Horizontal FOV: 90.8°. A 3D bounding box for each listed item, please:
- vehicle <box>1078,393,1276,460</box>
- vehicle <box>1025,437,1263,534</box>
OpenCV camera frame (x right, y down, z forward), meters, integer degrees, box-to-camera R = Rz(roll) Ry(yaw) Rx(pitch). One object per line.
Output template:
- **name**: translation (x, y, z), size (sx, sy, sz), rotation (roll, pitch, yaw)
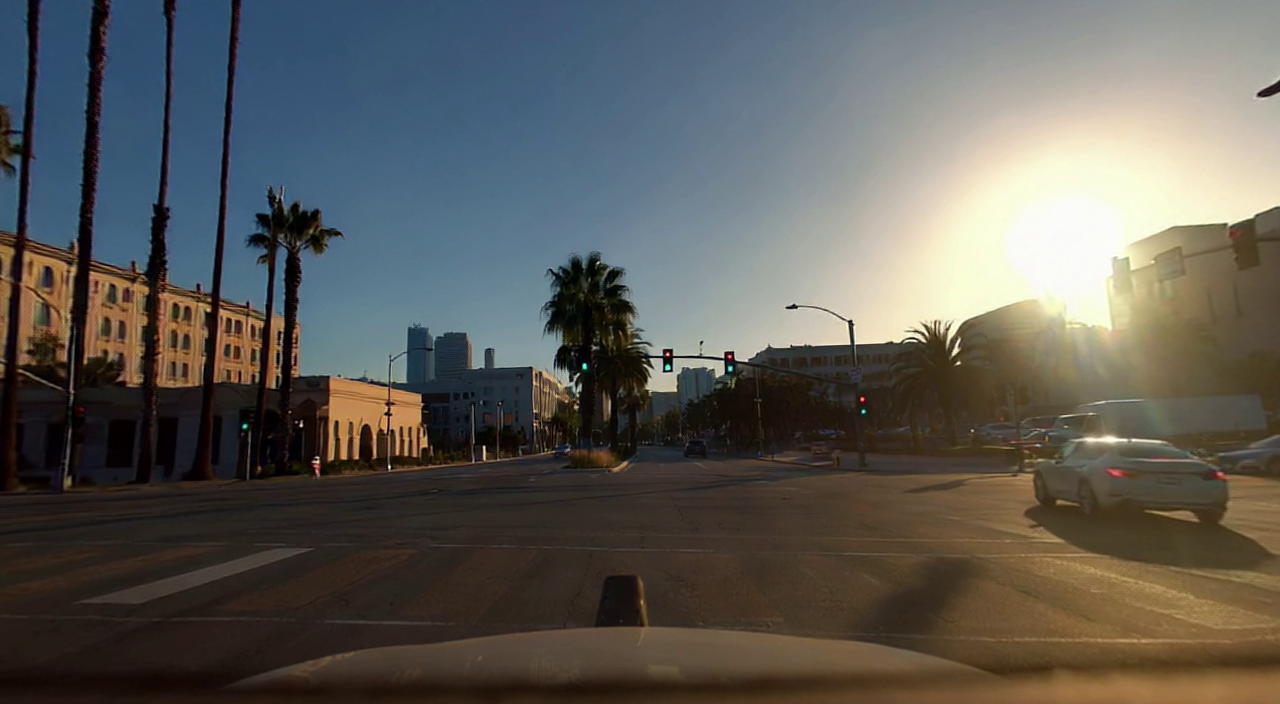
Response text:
- **vehicle**: translation (32.637, 4.722, 39.328), size (2.863, 3.609, 10.252), rotation (0, -8, -3)
- **vehicle**: translation (9.308, 2.434, 12.259), size (2.003, 1.475, 4.520), rotation (-3, -9, 17)
